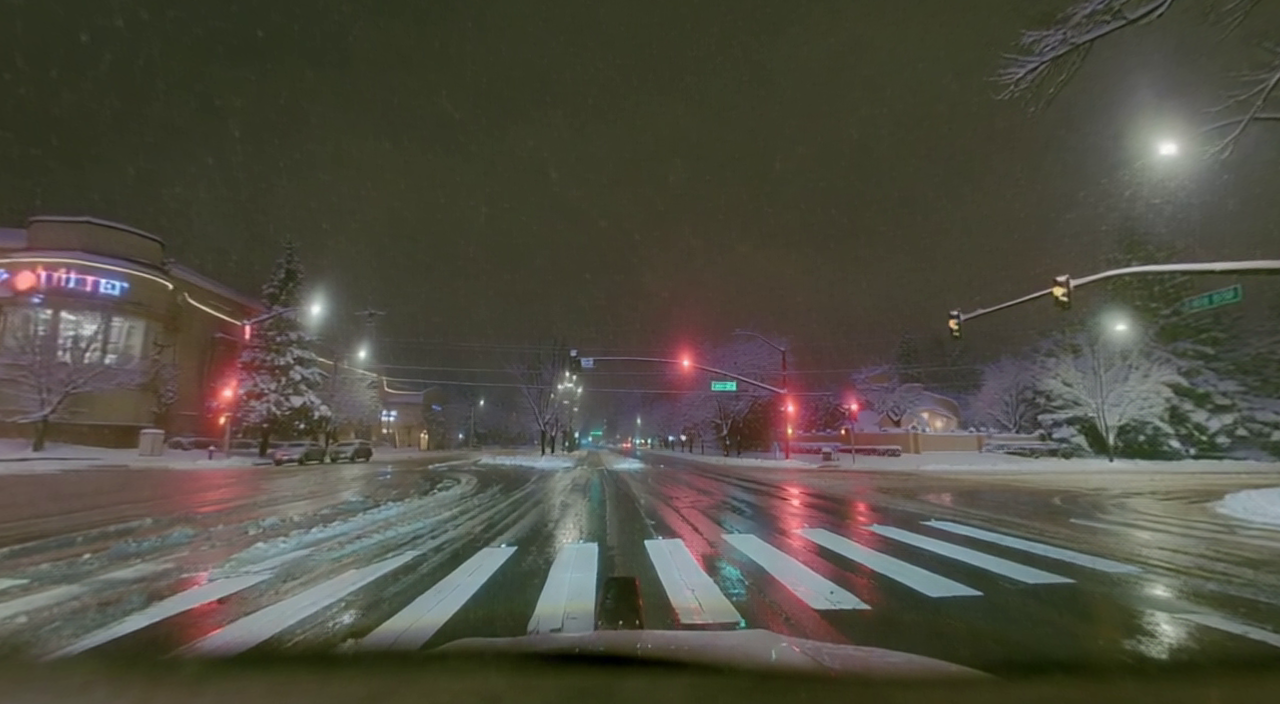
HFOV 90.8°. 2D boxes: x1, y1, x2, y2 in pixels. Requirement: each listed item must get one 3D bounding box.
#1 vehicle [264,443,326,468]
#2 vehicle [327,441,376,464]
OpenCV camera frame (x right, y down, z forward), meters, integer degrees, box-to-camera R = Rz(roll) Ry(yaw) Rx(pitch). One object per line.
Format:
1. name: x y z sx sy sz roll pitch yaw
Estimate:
1. vehicle: -21.850 6.561 40.150 2.005 1.496 4.020 1 -9 -6
2. vehicle: -22.502 7.851 49.476 2.023 1.706 4.756 1 -9 -6
